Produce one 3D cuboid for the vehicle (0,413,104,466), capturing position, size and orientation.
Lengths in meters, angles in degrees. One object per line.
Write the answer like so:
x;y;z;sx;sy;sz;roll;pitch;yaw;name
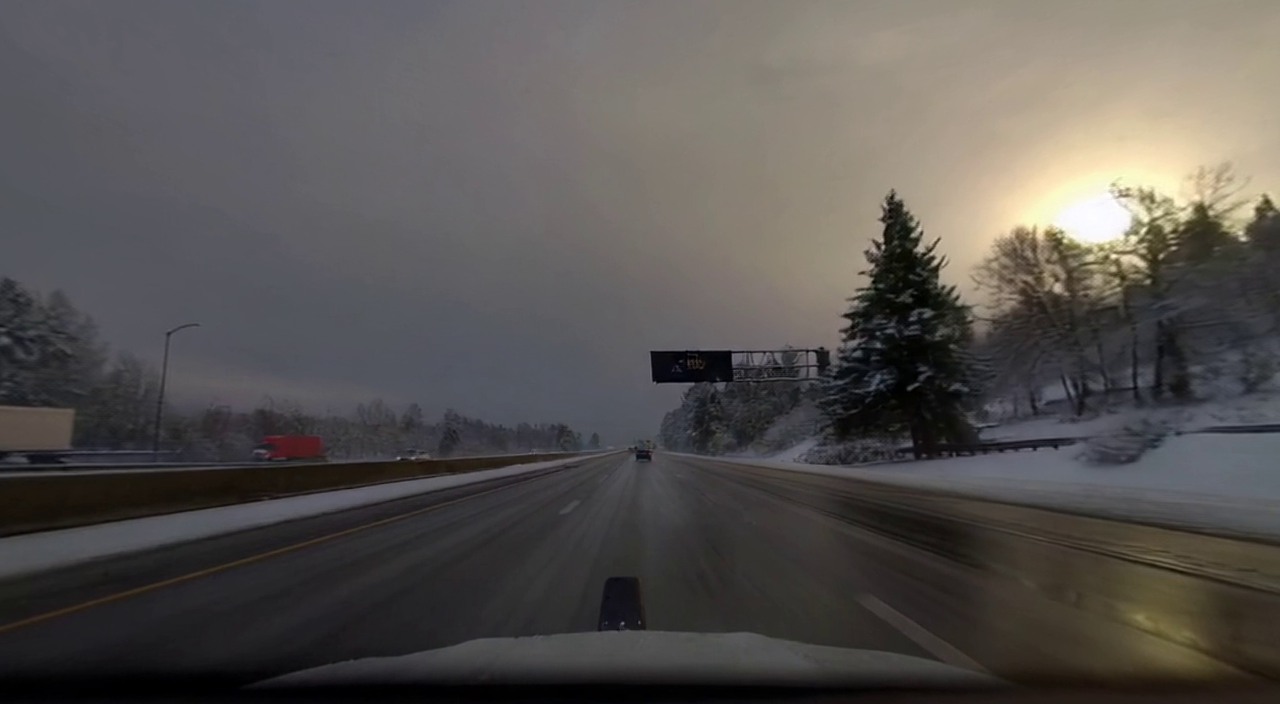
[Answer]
-44.565;5.910;42.389;3.093;3.535;15.819;0;-9;0;vehicle
